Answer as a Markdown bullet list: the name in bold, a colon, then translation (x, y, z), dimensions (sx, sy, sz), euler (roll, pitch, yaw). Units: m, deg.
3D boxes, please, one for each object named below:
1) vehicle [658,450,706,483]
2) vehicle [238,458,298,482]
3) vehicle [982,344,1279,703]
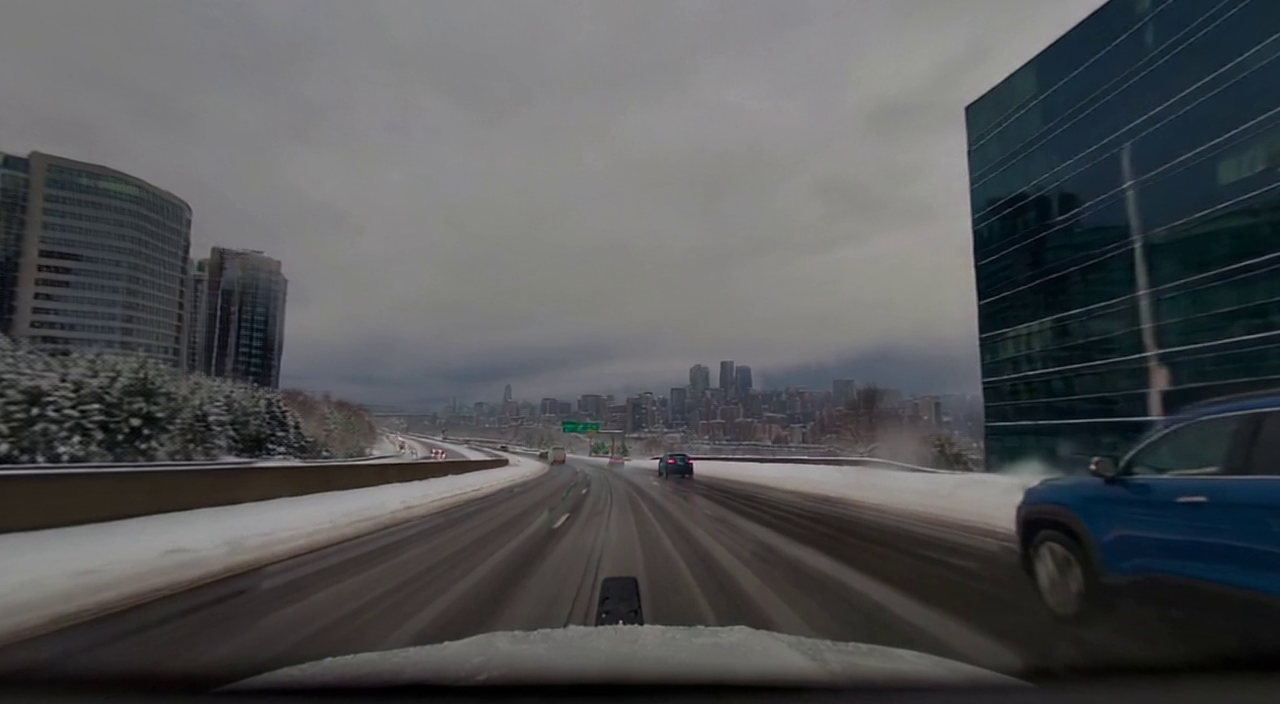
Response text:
- **vehicle**: translation (2.395, 6.727, 37.556), dimensions (2.110, 1.780, 4.682), euler (0, -9, -5)
- **vehicle**: translation (-27.370, 8.668, 46.664), dimensions (1.985, 1.598, 4.576), euler (0, -9, -4)
- **vehicle**: translation (4.162, 0.922, 3.313), dimensions (2.182, 1.826, 4.392), euler (0, -8, -1)
